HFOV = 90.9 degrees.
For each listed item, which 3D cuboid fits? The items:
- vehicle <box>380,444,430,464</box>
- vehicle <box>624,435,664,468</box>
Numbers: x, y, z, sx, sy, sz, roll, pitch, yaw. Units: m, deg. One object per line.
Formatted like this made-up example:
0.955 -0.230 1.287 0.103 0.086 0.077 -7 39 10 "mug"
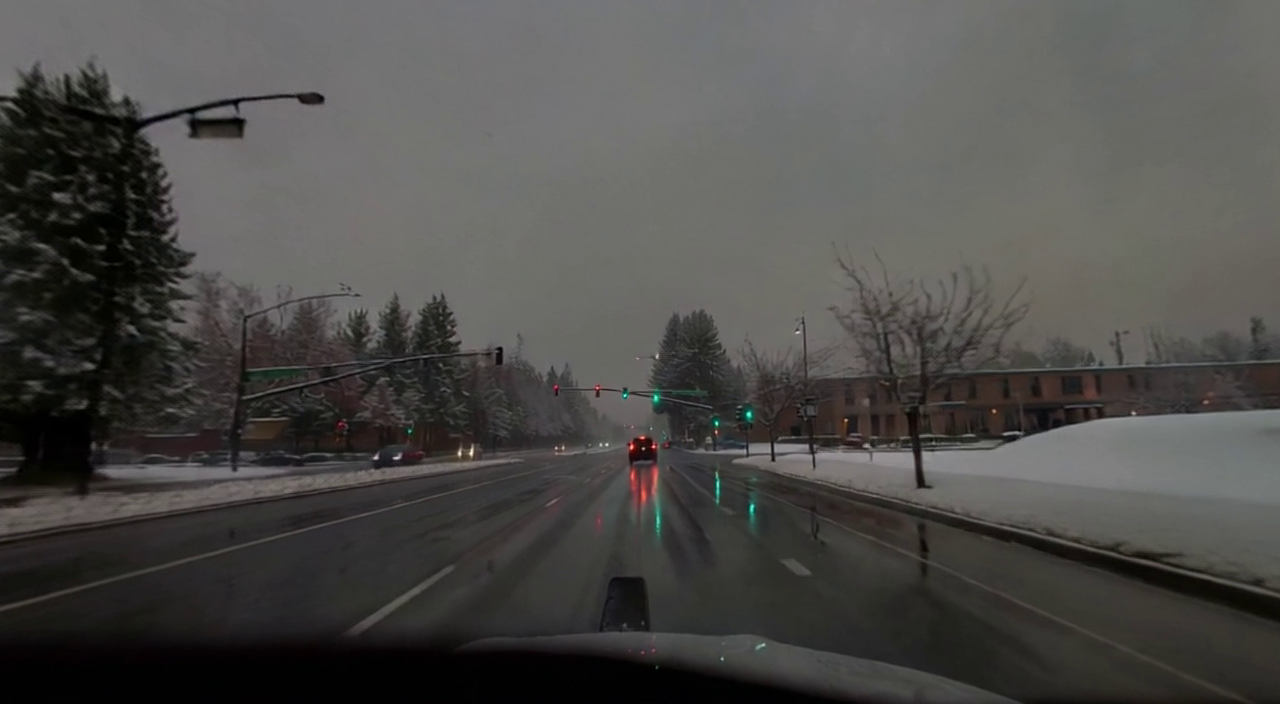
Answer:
-17.846 7.729 48.115 1.986 1.438 4.620 0 -9 0 "vehicle"
0.214 5.673 36.126 2.169 1.751 4.276 0 -9 0 "vehicle"
